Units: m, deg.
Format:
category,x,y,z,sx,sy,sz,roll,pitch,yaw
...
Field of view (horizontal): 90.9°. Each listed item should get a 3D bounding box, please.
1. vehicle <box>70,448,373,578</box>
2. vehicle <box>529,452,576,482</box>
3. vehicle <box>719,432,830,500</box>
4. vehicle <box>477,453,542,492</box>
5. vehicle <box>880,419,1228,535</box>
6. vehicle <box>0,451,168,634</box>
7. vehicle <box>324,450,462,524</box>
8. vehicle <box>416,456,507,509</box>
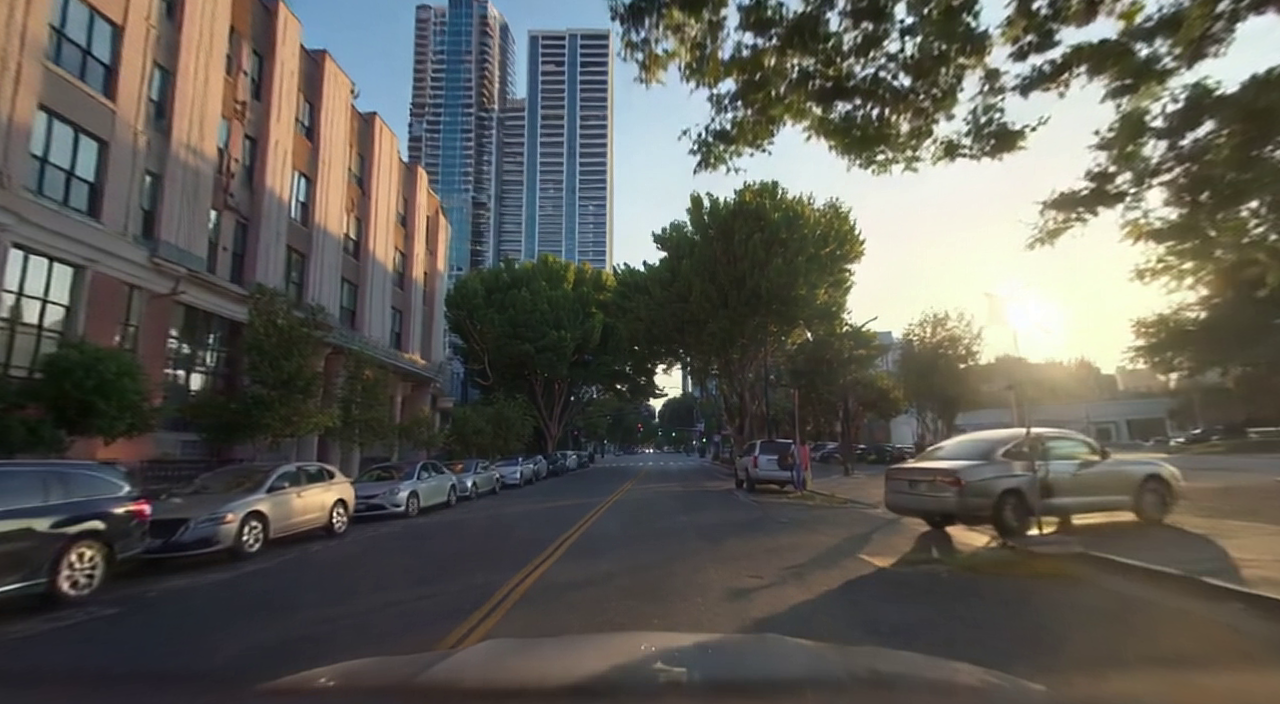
category,x,y,z,sx,sy,sz,roll,pitch,yaw
vehicle,-6.697,2.555,10.952,2.123,1.596,4.659,-2,-8,-1
vehicle,-5.383,7.133,39.433,2.270,1.539,4.855,-2,-8,-1
vehicle,4.524,3.929,22.512,2.568,2.001,5.999,-2,-8,-1
vehicle,-5.912,5.494,29.103,2.110,1.498,4.555,-2,-8,-1
vehicle,7.372,2.257,11.797,4.772,1.876,2.400,-1,-8,1
vehicle,-7.004,1.735,5.305,2.244,1.616,5.013,-2,-8,-1
vehicle,-6.529,3.564,17.317,1.944,1.574,4.717,-2,-8,-1
vehicle,-6.231,4.594,22.640,1.889,1.451,5.013,-2,-8,-1
